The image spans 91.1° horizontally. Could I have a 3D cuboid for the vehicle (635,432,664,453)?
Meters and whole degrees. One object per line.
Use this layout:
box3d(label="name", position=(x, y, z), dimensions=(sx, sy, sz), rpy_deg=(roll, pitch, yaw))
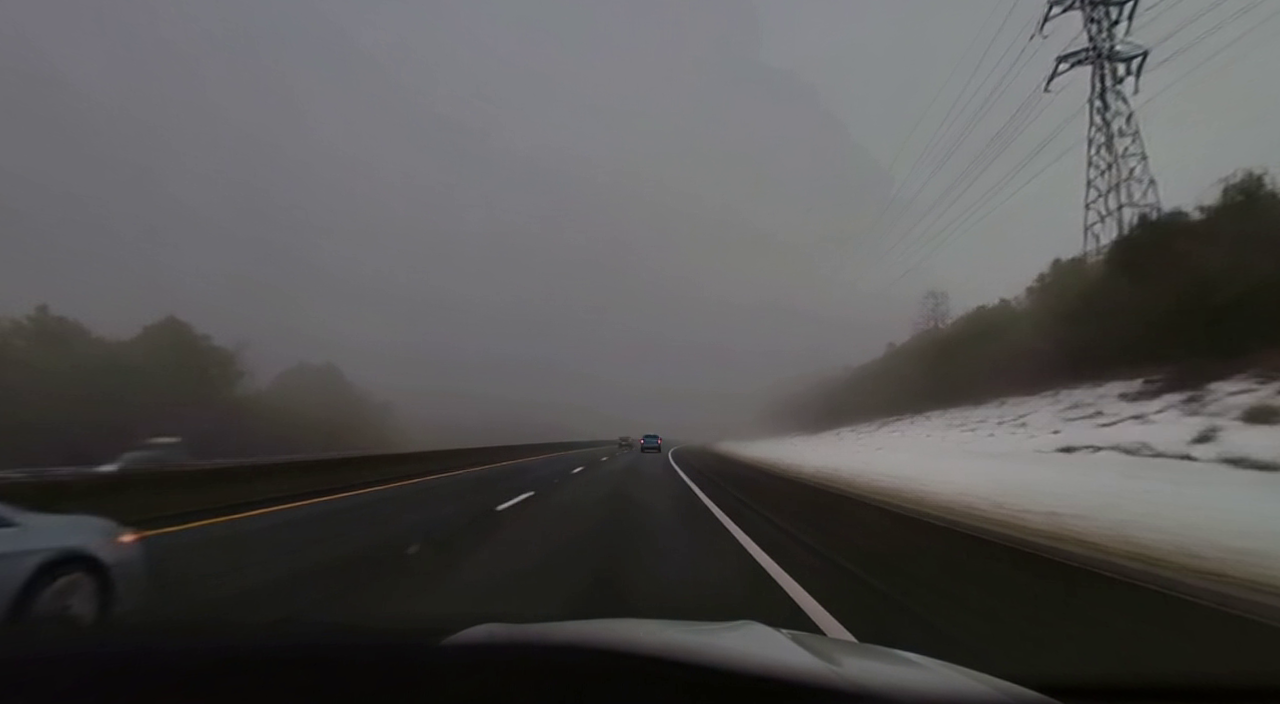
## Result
box3d(label="vehicle", position=(0.742, 6.829, 47.740), dimensions=(2.077, 1.523, 4.206), rpy_deg=(0, -8, 2))

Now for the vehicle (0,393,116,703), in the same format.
box3d(label="vehicle", position=(-3.982, 0.746, 1.380), dimensions=(2.030, 1.522, 4.250), rpy_deg=(0, -8, -1))
